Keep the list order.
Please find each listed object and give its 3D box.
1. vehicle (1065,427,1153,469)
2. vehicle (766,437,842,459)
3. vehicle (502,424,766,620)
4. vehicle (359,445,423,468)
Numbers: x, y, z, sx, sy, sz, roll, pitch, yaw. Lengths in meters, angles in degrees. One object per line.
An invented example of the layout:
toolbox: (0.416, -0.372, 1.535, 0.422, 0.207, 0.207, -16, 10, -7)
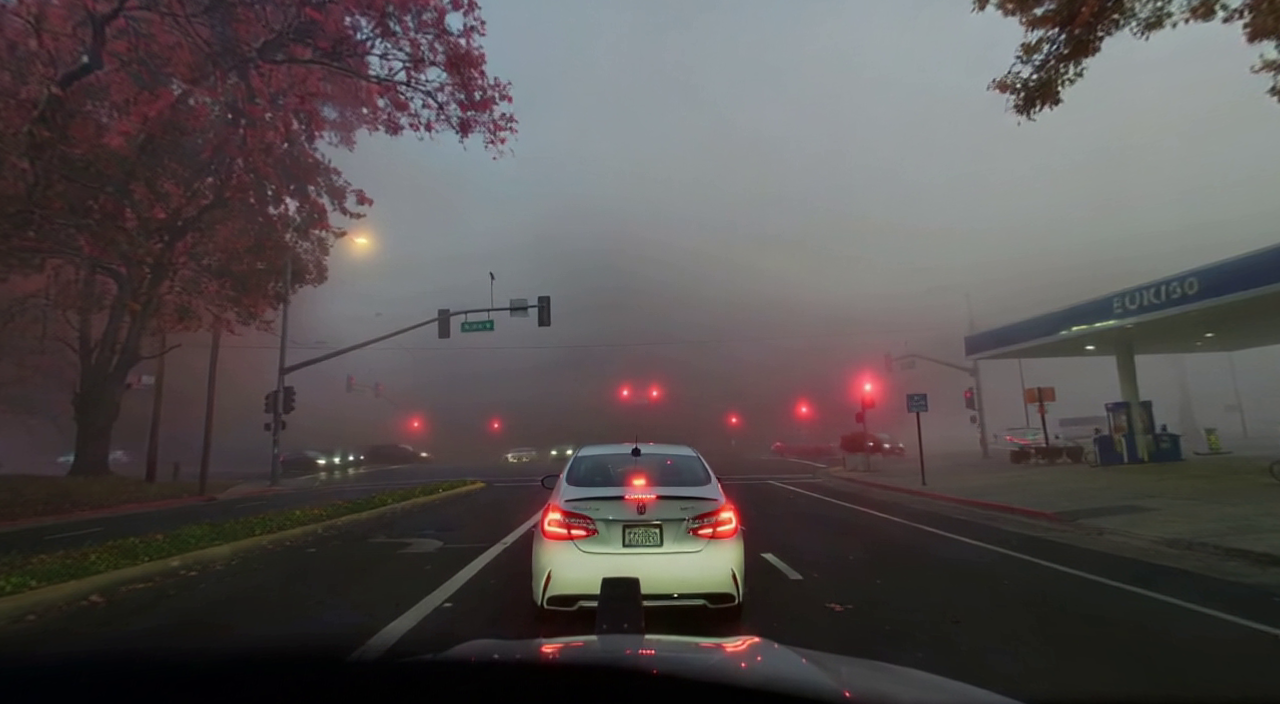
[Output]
vehicle: (18.581, 3.764, 24.909, 4.091, 1.495, 2.053, 8, -12, -44)
vehicle: (11.350, 6.718, 43.992, 4.813, 1.455, 1.889, -1, -8, 4)
vehicle: (-0.050, 1.601, 6.911, 2.010, 1.482, 4.057, 0, -8, 0)
vehicle: (-18.219, 7.651, 46.184, 3.975, 1.563, 1.755, -1, -8, 5)
